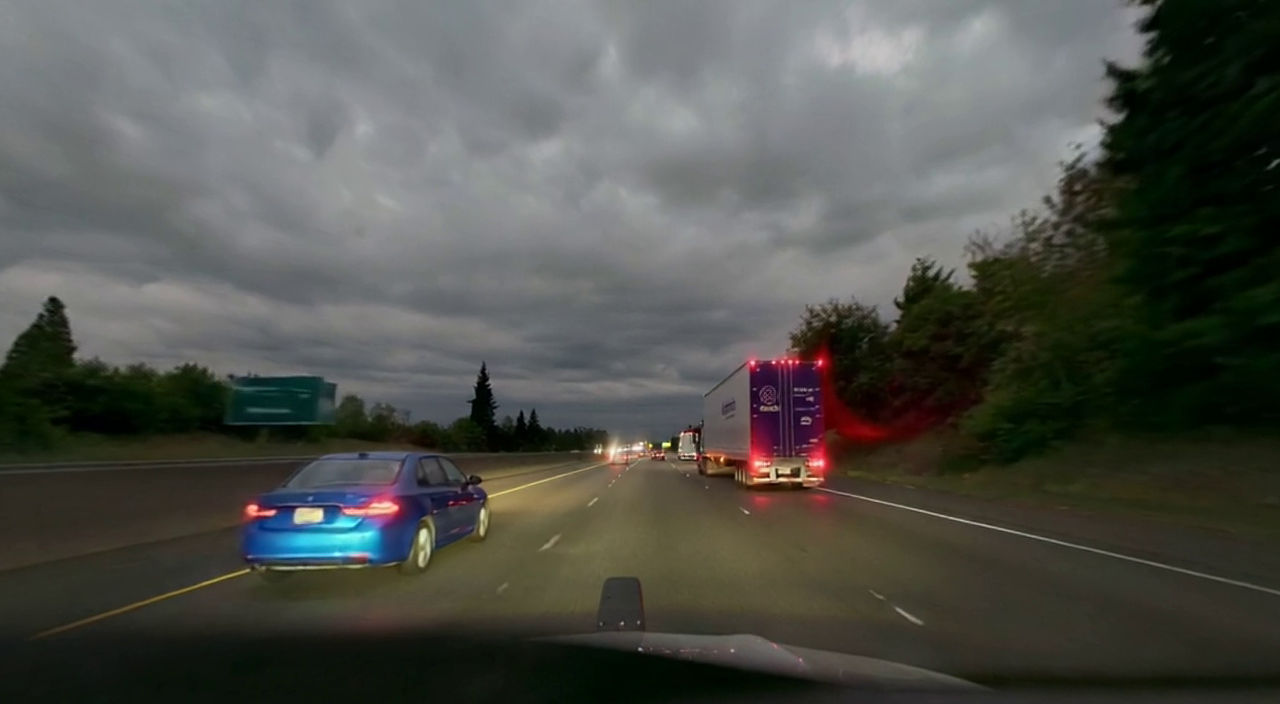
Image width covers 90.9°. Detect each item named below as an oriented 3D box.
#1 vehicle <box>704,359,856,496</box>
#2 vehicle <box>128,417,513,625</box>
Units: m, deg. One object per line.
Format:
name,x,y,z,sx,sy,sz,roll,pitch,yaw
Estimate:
vehicle,4.716,3.211,25.012,2.858,3.952,13.731,0,-9,0
vehicle,-2.905,1.641,7.093,1.960,1.579,4.384,0,-9,1
